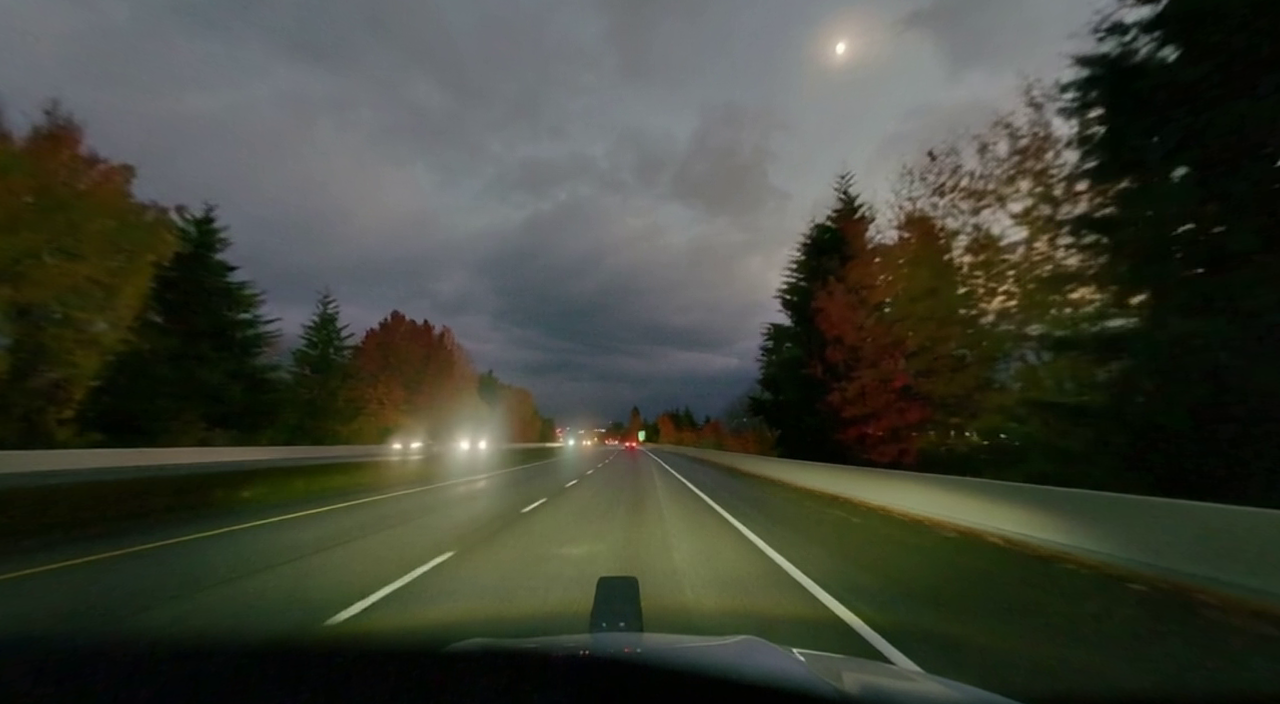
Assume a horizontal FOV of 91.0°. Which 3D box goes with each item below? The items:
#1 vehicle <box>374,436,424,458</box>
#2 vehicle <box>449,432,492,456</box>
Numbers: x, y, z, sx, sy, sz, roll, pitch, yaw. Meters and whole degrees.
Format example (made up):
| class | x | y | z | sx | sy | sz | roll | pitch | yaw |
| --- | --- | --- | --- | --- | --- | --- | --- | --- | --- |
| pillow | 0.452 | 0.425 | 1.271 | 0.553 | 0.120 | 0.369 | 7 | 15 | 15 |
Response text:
| class | x | y | z | sx | sy | sz | roll | pitch | yaw |
| --- | --- | --- | --- | --- | --- | --- | --- | --- | --- |
| vehicle | -17.079 | 6.752 | 44.773 | 1.848 | 1.508 | 4.253 | 0 | -8 | 0 |
| vehicle | -12.950 | 7.066 | 48.371 | 2.040 | 1.719 | 4.701 | 0 | -8 | 0 |
